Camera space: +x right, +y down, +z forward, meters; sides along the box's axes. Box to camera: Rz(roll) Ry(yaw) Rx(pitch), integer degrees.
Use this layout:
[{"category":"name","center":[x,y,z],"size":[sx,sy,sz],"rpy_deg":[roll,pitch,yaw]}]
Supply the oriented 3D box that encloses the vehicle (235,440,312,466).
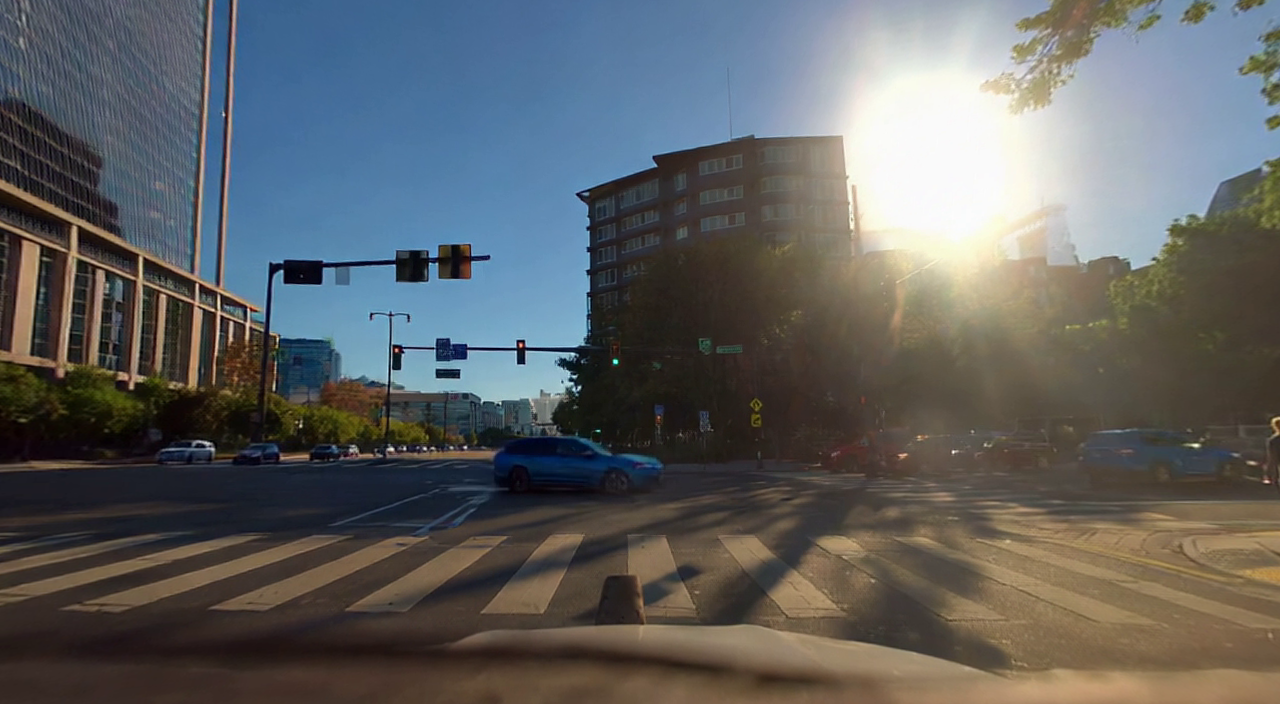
[{"category":"vehicle","center":[-27.992,7.701,48.568],"size":[2.388,1.858,6.056],"rpy_deg":[0,-8,-2]}]

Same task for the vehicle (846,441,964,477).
[{"category":"vehicle","center":[11.482,4.621,27.526],"size":[4.317,1.491,1.896],"rpy_deg":[1,-9,-11]}]

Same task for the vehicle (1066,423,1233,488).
[{"category":"vehicle","center":[15.759,3.162,19.545],"size":[4.509,1.821,2.066],"rpy_deg":[4,-9,-25]}]

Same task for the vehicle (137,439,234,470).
[{"category":"vehicle","center":[-31.332,7.081,43.869],"size":[2.456,1.961,5.978],"rpy_deg":[0,-8,-3]}]

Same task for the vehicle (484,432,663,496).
[{"category":"vehicle","center":[-1.719,2.959,16.913],"size":[4.312,1.540,2.007],"rpy_deg":[-3,-9,17]}]

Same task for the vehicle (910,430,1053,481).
[{"category":"vehicle","center":[13.001,3.918,24.091],"size":[4.742,1.762,2.180],"rpy_deg":[3,-9,-22]}]
